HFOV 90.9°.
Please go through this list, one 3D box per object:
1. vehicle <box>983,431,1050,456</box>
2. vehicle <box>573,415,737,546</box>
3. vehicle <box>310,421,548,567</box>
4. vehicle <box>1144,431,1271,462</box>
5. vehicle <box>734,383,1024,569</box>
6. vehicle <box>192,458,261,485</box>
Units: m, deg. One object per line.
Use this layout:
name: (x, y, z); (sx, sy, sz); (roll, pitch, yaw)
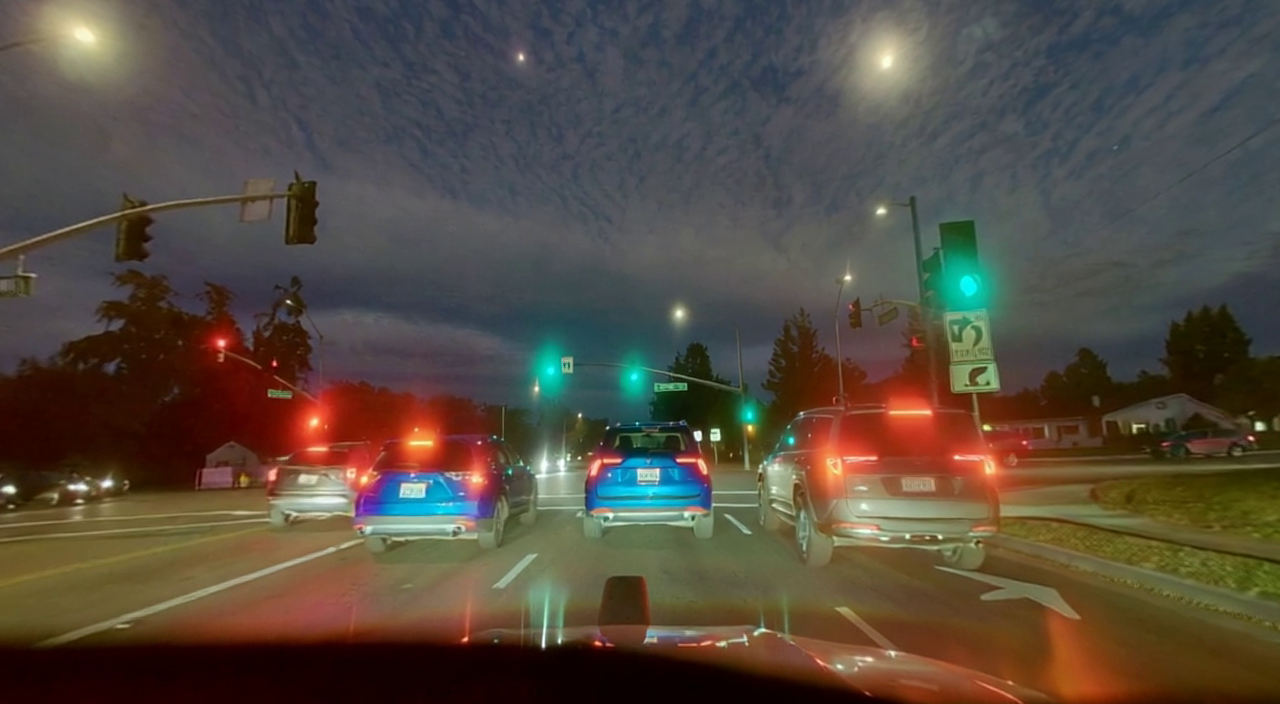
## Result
vehicle: (23.775, 5.796, 39.931); (1.830, 1.516, 3.943); (-1, -8, 1)
vehicle: (0.172, 2.076, 10.810); (2.235, 1.778, 4.178); (0, -9, -1)
vehicle: (-2.779, 1.988, 9.631); (2.058, 1.659, 4.514); (0, -9, 0)
vehicle: (28.147, 4.688, 31.361); (4.512, 1.444, 1.859); (0, -9, 0)
vehicle: (3.102, 1.811, 9.984); (2.338, 2.063, 5.672); (0, -9, 0)
vehicle: (-29.292, 8.432, 44.799); (1.820, 1.699, 4.308); (-1, -9, 3)
